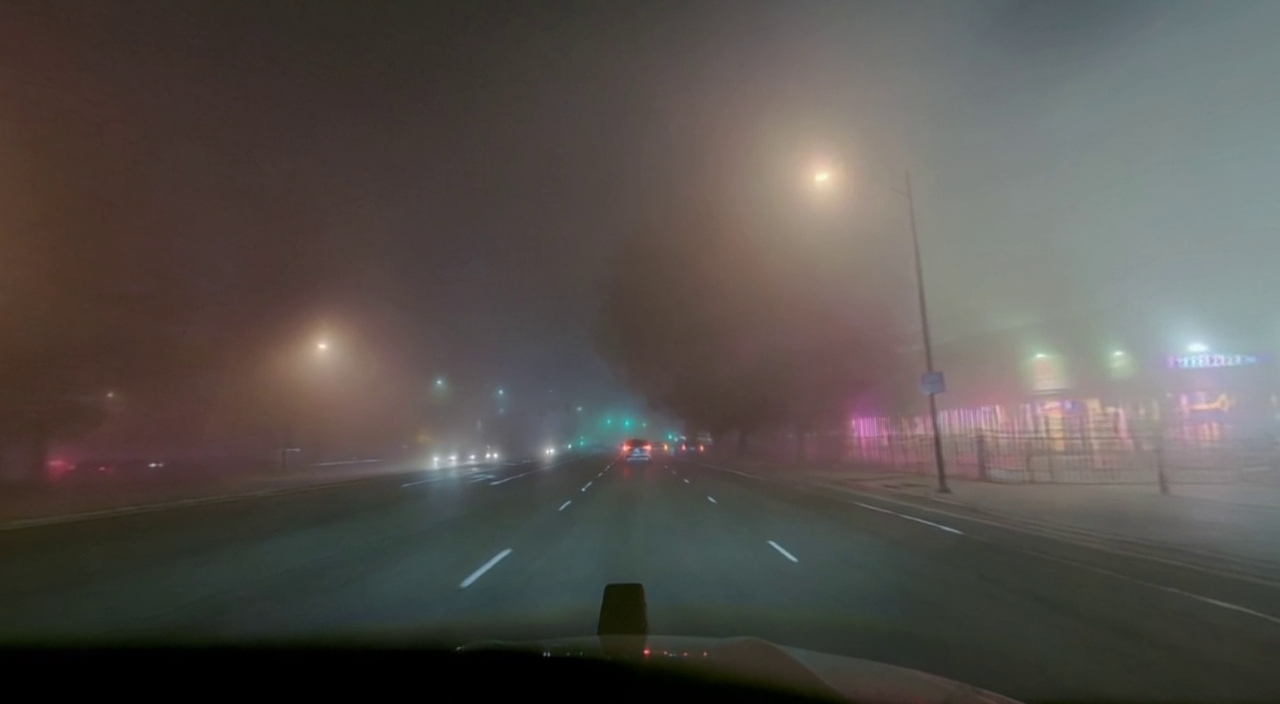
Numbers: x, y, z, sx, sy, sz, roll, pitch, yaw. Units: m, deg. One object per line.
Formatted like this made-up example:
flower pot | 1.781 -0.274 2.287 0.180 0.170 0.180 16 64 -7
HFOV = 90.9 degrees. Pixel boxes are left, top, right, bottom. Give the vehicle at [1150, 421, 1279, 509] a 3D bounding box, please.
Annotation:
vehicle | 12.252 1.986 11.221 1.948 1.466 4.520 -1 -7 -15

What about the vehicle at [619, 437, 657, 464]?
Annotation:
vehicle | -0.078 6.590 42.132 2.000 1.671 4.276 -1 -8 7

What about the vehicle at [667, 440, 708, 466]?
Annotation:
vehicle | 2.925 6.090 38.106 1.974 1.490 4.231 -2 -9 11

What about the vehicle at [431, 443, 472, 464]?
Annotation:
vehicle | -14.818 8.007 49.757 1.868 1.528 4.317 0 -8 0
